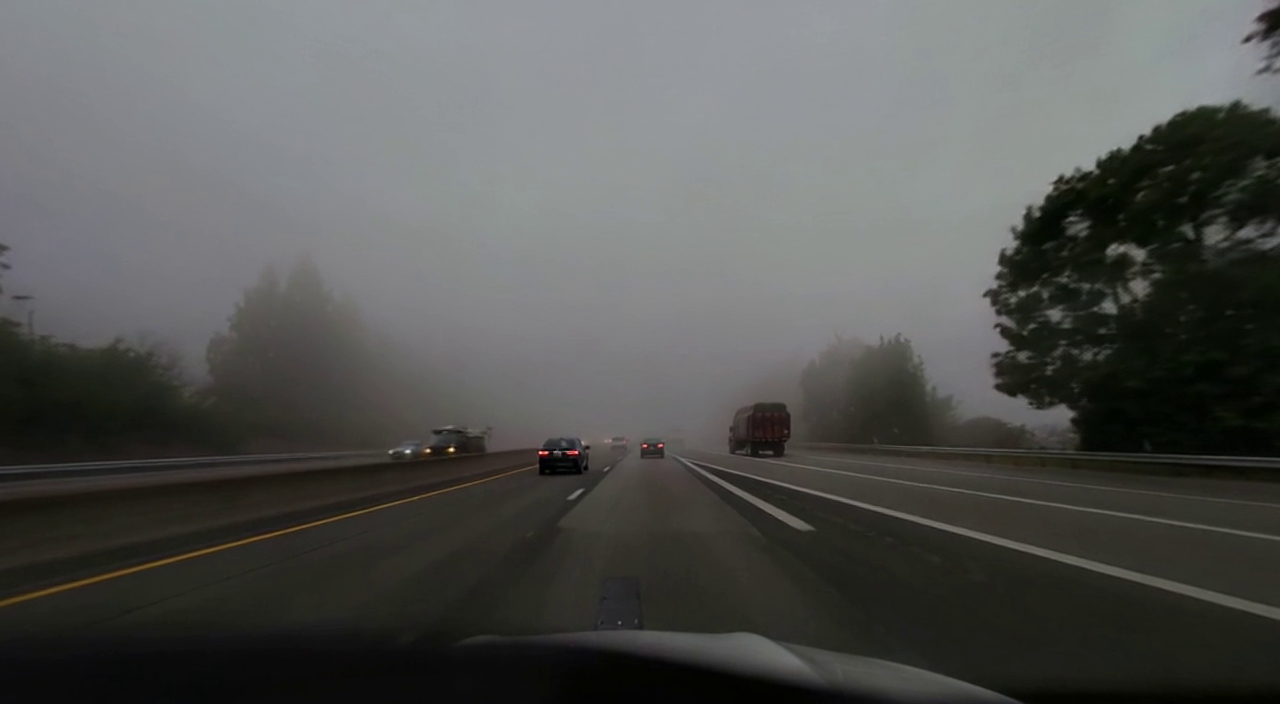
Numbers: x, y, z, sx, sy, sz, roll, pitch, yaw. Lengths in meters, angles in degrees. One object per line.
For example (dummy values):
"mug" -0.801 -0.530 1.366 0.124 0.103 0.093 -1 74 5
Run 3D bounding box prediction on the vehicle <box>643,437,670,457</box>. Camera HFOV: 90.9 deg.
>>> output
"vehicle" 1.229 7.295 48.782 2.004 1.465 3.842 0 -8 1

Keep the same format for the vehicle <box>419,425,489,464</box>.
"vehicle" -11.368 5.699 39.179 2.310 2.226 6.079 0 -8 2

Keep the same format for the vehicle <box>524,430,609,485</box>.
"vehicle" -2.280 3.394 20.705 2.137 1.618 4.209 0 -8 2

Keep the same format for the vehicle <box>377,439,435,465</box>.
"vehicle" -15.022 6.450 40.805 1.913 1.557 4.434 0 -8 2
